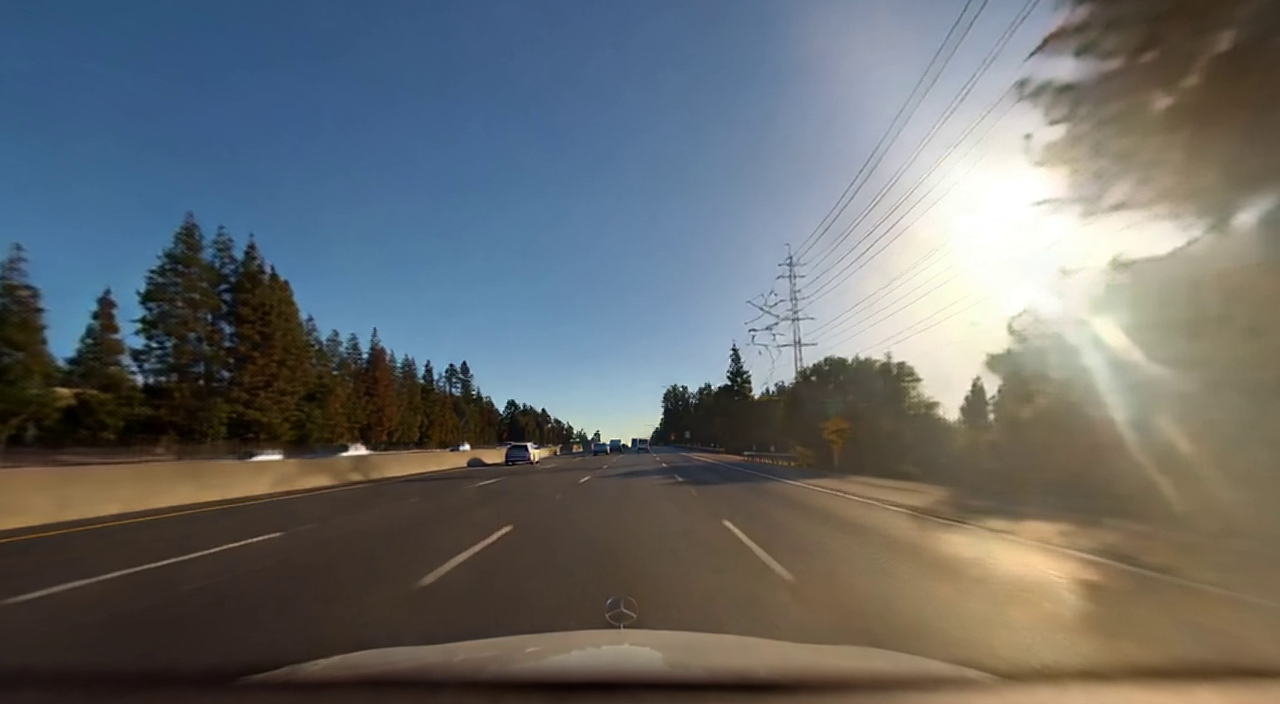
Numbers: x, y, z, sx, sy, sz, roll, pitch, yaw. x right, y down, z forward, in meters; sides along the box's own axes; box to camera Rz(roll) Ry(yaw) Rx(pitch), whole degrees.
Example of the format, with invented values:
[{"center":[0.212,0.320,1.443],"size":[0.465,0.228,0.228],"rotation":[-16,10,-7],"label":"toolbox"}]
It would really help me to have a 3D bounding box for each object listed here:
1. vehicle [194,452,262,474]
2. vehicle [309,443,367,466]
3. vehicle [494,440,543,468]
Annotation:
[{"center":[-29.075,7.833,44.641],"size":[1.812,1.501,4.462],"rotation":[0,-9,0],"label":"vehicle"},{"center":[-22.089,7.534,46.293],"size":[2.050,1.583,4.506],"rotation":[0,-9,0],"label":"vehicle"},{"center":[-7.303,6.201,38.347],"size":[2.034,1.563,4.476],"rotation":[0,-9,1],"label":"vehicle"}]
